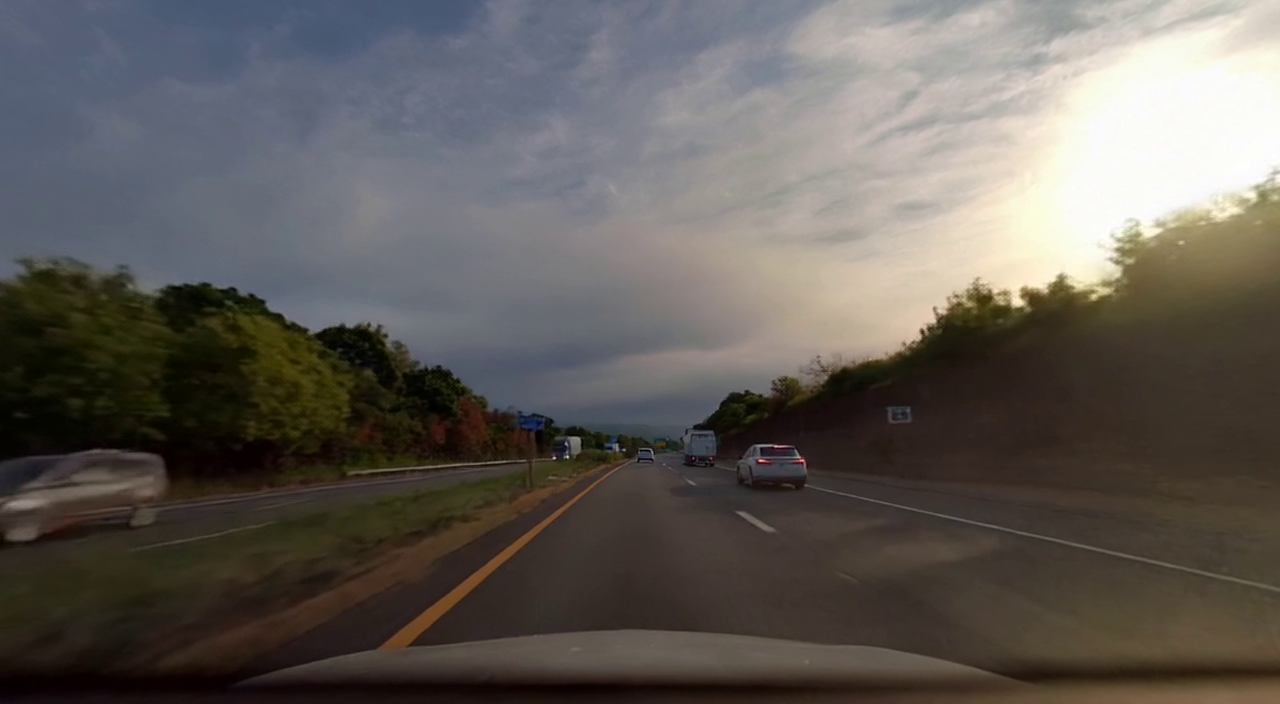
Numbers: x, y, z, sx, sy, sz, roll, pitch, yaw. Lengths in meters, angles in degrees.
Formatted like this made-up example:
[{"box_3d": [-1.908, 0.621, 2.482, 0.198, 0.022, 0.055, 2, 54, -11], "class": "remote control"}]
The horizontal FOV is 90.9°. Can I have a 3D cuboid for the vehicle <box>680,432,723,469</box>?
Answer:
[{"box_3d": [4.383, 7.171, 45.872, 2.423, 2.517, 5.055, 0, -9, -2], "class": "vehicle"}]

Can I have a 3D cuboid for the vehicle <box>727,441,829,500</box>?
[{"box_3d": [3.945, 3.442, 18.735, 2.043, 1.542, 3.881, 0, -9, -1], "class": "vehicle"}]
